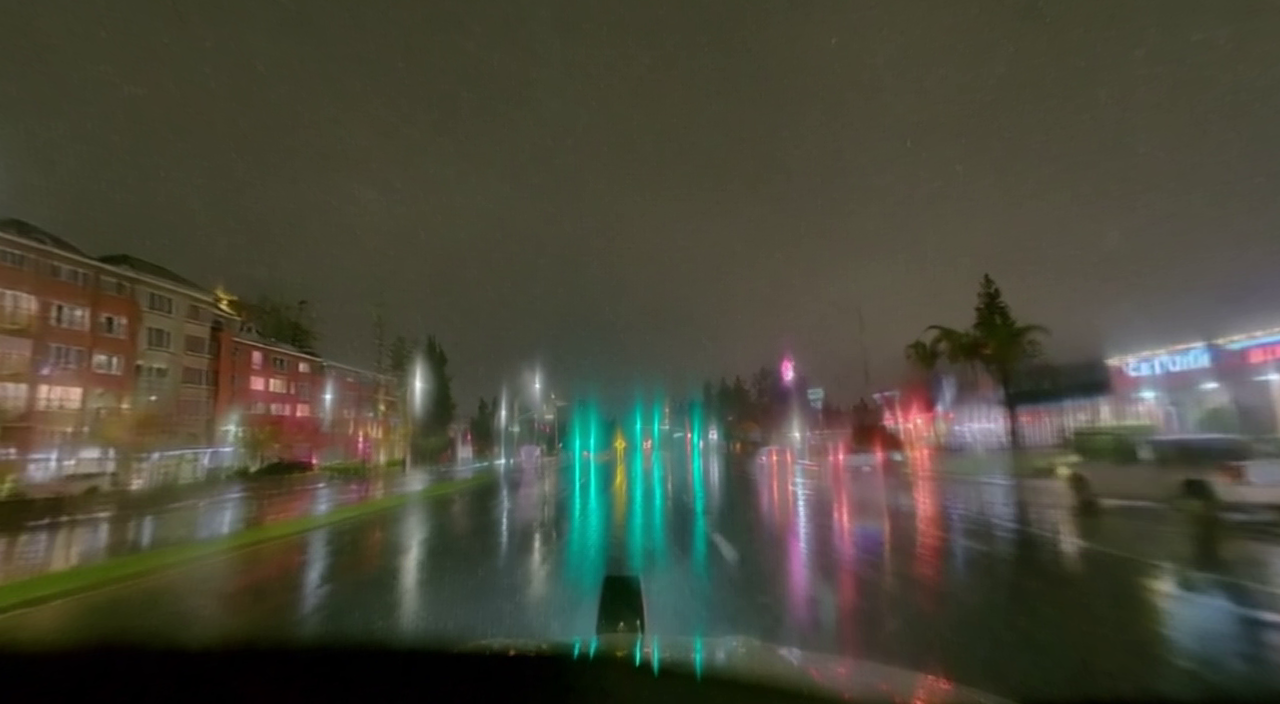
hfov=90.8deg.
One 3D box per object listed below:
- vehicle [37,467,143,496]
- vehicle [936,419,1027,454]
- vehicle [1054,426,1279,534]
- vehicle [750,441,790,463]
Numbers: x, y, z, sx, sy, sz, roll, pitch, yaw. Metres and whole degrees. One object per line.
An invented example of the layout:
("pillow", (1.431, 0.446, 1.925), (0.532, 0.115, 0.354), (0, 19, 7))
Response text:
("vehicle", (-35.230, 8.306, 40.659), (4.654, 1.648, 1.915), (3, -9, -21))
("vehicle", (23.176, 5.807, 43.312), (2.529, 2.138, 6.511), (-1, -7, -1))
("vehicle", (10.142, 2.207, 11.590), (1.886, 1.556, 4.513), (0, -8, -2))
("vehicle", (10.196, 7.834, 49.775), (2.085, 1.630, 4.403), (0, -8, -2))
